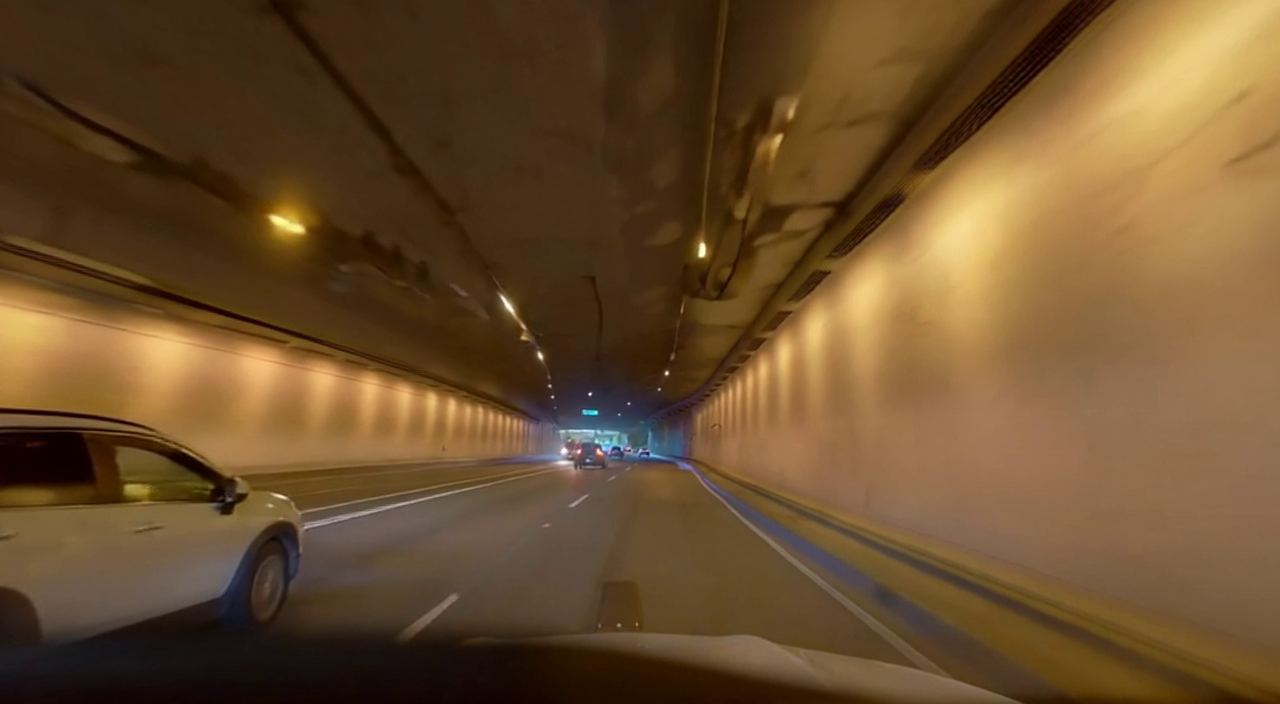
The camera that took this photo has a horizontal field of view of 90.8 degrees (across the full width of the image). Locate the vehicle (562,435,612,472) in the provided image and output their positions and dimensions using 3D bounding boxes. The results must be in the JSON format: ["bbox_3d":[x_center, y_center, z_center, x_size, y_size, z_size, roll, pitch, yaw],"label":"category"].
[{"bbox_3d":[-2.552,5.062,31.696,1.961,1.725,4.315,-1,-8,2],"label":"vehicle"}]
